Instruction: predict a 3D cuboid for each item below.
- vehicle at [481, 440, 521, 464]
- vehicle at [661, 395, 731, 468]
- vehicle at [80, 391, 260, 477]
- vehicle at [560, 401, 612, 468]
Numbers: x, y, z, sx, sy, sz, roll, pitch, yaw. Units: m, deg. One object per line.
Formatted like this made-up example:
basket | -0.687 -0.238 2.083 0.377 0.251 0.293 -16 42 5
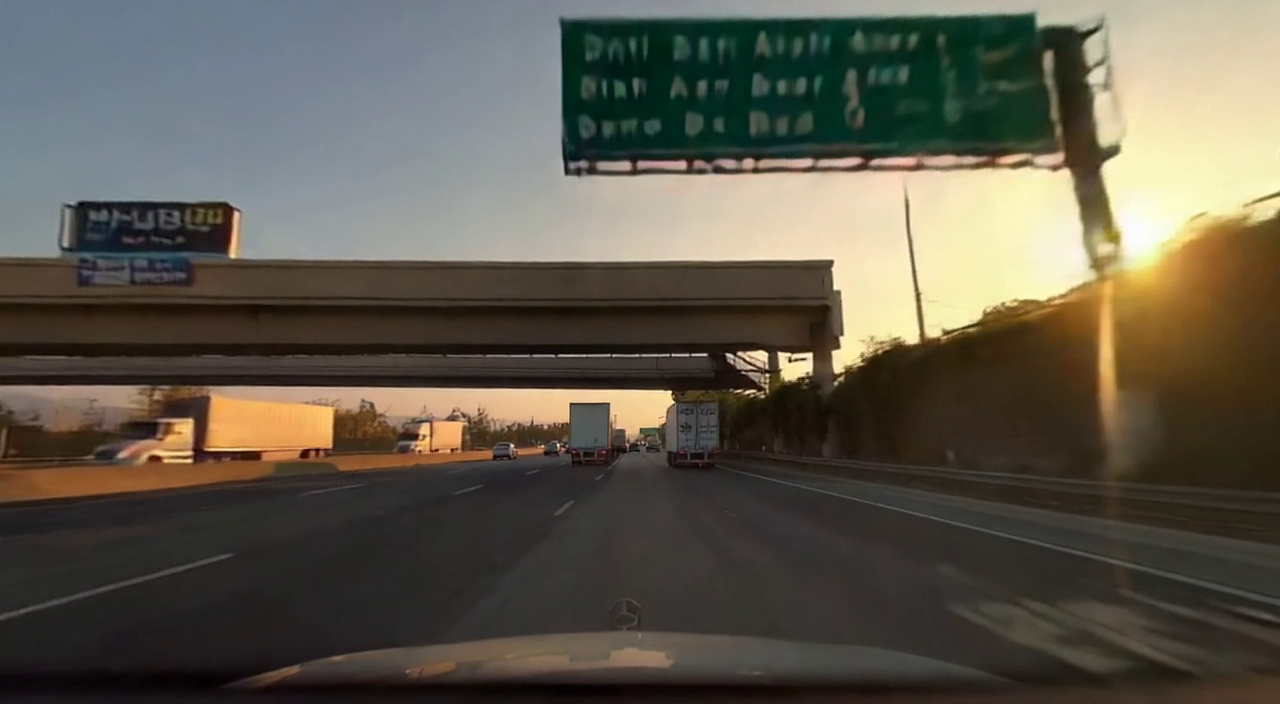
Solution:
vehicle | -10.292 7.457 47.245 2.132 1.679 4.045 0 -8 -1
vehicle | 3.324 5.435 43.024 2.908 3.898 17.275 2 -8 -1
vehicle | -23.293 4.213 32.129 3.052 3.783 7.778 0 -8 0
vehicle | -3.635 5.957 45.947 2.848 4.098 13.421 1 -7 -1
